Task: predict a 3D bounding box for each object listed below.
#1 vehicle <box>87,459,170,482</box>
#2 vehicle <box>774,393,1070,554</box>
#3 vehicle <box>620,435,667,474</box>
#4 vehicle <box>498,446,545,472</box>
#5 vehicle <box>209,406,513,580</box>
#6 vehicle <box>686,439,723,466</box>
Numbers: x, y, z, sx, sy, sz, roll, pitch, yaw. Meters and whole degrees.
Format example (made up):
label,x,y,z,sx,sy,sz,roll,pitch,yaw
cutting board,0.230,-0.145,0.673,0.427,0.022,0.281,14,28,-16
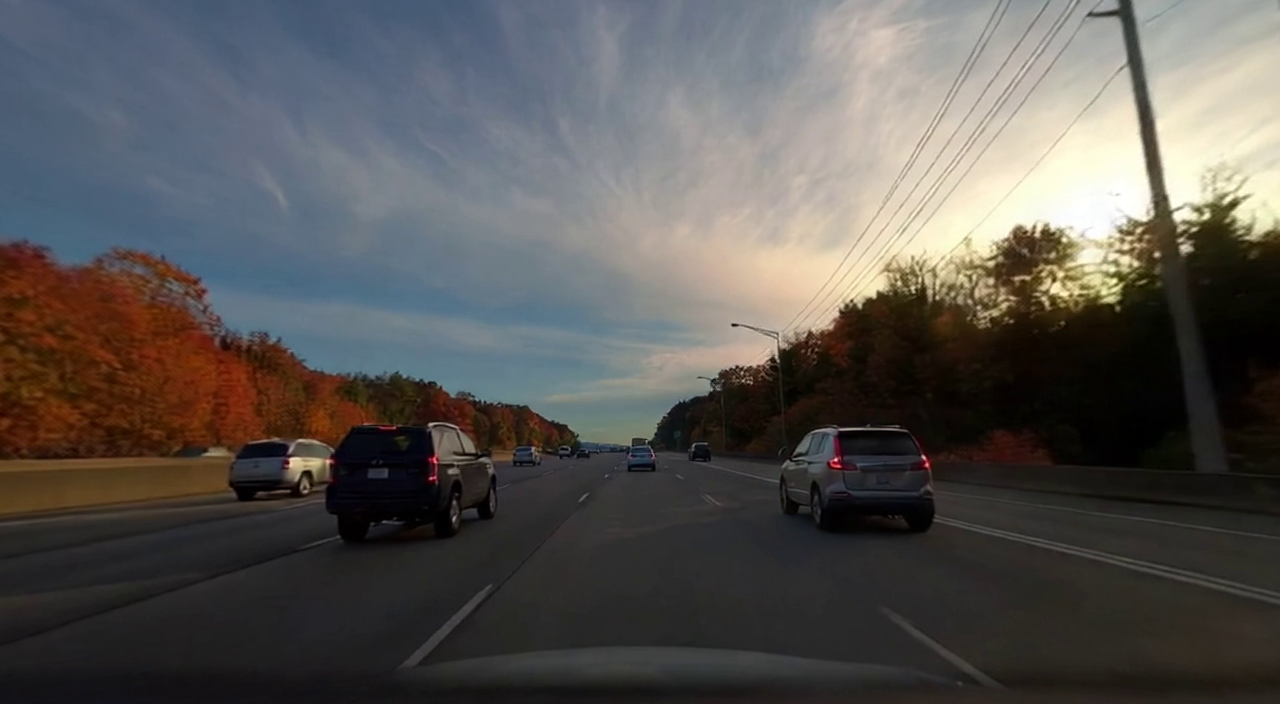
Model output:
label,x,y,z,sx,sy,sz,roll,pitch,yaw
vehicle,-35.933,8.324,44.425,1.783,1.485,4.838,0,-9,-1
vehicle,4.145,1.959,10.820,2.388,1.998,5.749,0,-9,0
vehicle,0.155,5.595,34.481,2.372,1.957,5.121,0,-9,0
vehicle,-7.260,6.592,38.971,2.014,1.526,4.577,0,-9,0
vehicle,-3.336,1.803,8.815,2.154,1.783,4.476,0,-9,0
vehicle,5.004,7.949,49.929,2.380,1.976,5.614,0,-9,1
